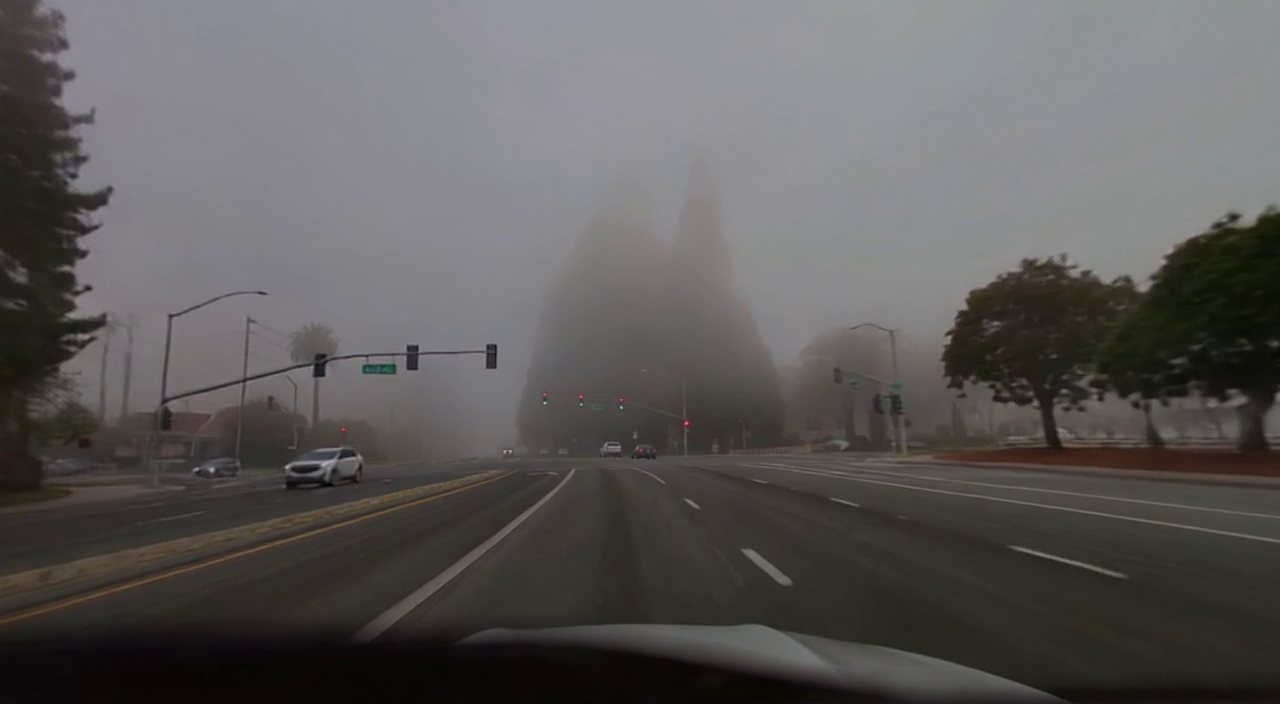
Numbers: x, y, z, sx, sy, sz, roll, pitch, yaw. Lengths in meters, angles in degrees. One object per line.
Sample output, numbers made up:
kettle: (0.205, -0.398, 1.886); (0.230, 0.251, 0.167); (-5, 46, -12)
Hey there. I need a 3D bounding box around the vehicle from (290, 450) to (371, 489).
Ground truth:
vehicle: (-14.623, 5.518, 30.098); (2.017, 1.611, 4.403); (-1, -8, -6)
